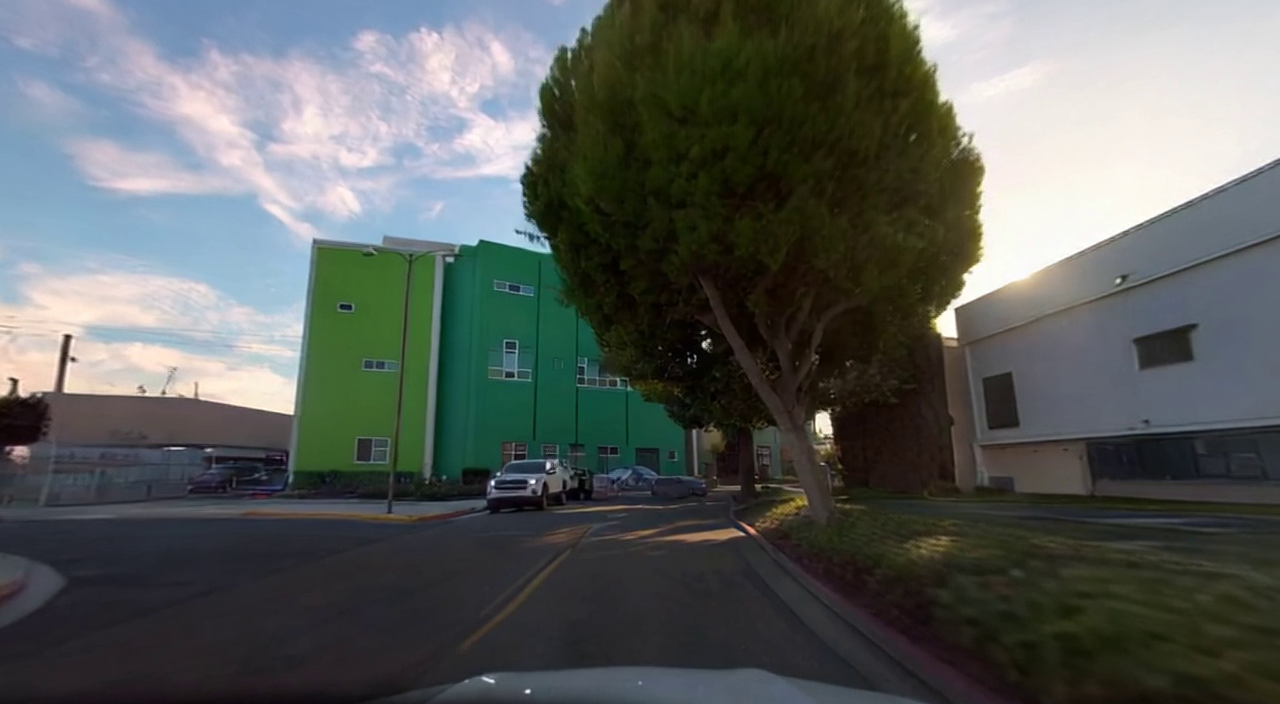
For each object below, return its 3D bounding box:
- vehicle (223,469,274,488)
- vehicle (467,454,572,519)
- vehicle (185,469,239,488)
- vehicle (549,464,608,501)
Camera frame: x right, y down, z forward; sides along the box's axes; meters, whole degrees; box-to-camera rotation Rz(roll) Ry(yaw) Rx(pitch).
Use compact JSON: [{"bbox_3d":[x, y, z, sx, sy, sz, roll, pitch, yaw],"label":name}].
[{"bbox_3d":[-30.122,9.784,48.583,1.590,1.392,3.279,0,-11,4],"label":"vehicle"},{"bbox_3d":[-3.667,4.220,20.190,2.022,1.776,4.625,-2,-10,6],"label":"vehicle"},{"bbox_3d":[-33.157,9.793,48.894,1.576,1.410,3.430,0,-11,5],"label":"vehicle"},{"bbox_3d":[-2.777,6.018,29.325,1.903,1.542,4.115,-2,-10,7],"label":"vehicle"}]
